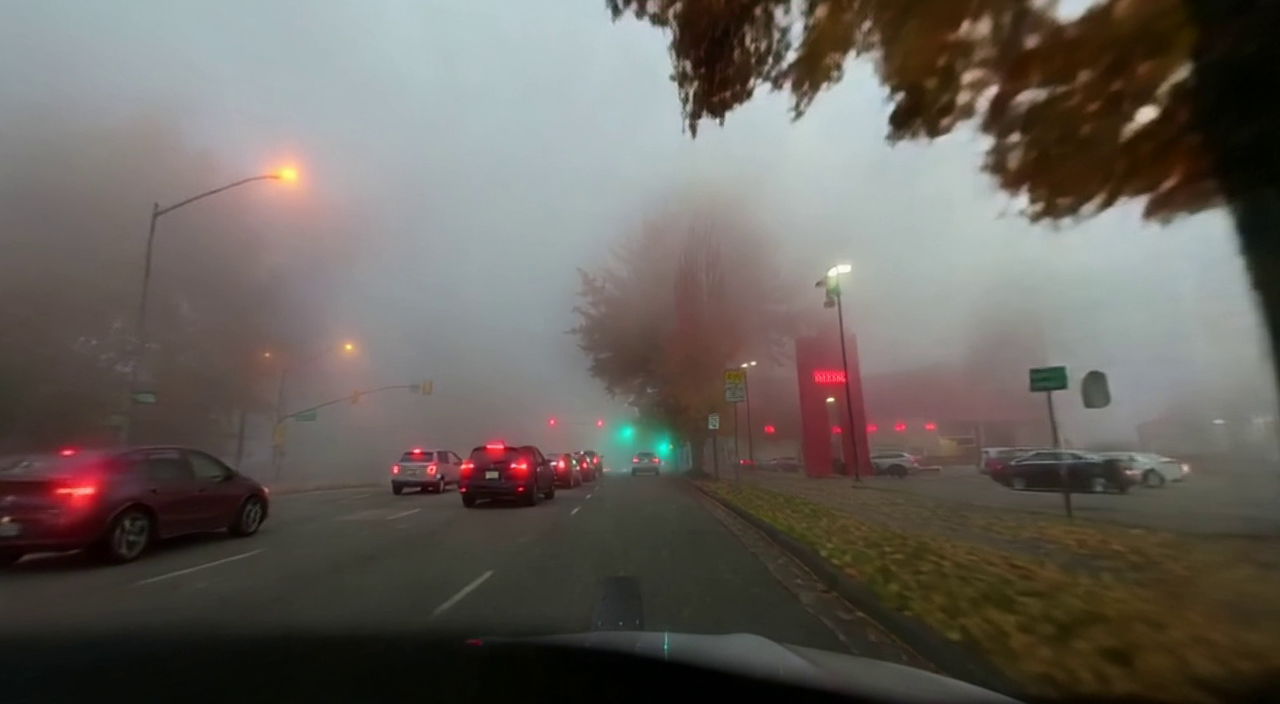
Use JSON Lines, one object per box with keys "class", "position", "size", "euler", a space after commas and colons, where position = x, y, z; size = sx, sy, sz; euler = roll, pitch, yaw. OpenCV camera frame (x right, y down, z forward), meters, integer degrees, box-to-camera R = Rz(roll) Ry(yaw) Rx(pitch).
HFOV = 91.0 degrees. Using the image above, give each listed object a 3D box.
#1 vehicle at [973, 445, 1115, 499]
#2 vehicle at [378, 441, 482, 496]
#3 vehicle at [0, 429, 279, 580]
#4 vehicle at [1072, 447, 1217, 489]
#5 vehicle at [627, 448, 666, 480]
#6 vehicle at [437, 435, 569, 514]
{"class": "vehicle", "position": [14.159, 4.199, 22.463], "size": [1.963, 1.703, 4.447], "euler": [1, -9, -3]}
{"class": "vehicle", "position": [-7.295, 4.086, 22.482], "size": [2.069, 1.719, 4.441], "euler": [0, -9, 1]}
{"class": "vehicle", "position": [-7.406, 1.965, 8.950], "size": [1.932, 1.596, 4.247], "euler": [0, -9, 1]}
{"class": "vehicle", "position": [19.791, 4.541, 25.039], "size": [1.938, 1.490, 4.750], "euler": [0, -9, 2]}
{"class": "vehicle", "position": [0.389, 6.394, 36.314], "size": [2.144, 1.704, 4.028], "euler": [0, -9, 1]}
{"class": "vehicle", "position": [-3.187, 2.983, 15.792], "size": [2.165, 1.663, 4.513], "euler": [0, -9, 1]}
